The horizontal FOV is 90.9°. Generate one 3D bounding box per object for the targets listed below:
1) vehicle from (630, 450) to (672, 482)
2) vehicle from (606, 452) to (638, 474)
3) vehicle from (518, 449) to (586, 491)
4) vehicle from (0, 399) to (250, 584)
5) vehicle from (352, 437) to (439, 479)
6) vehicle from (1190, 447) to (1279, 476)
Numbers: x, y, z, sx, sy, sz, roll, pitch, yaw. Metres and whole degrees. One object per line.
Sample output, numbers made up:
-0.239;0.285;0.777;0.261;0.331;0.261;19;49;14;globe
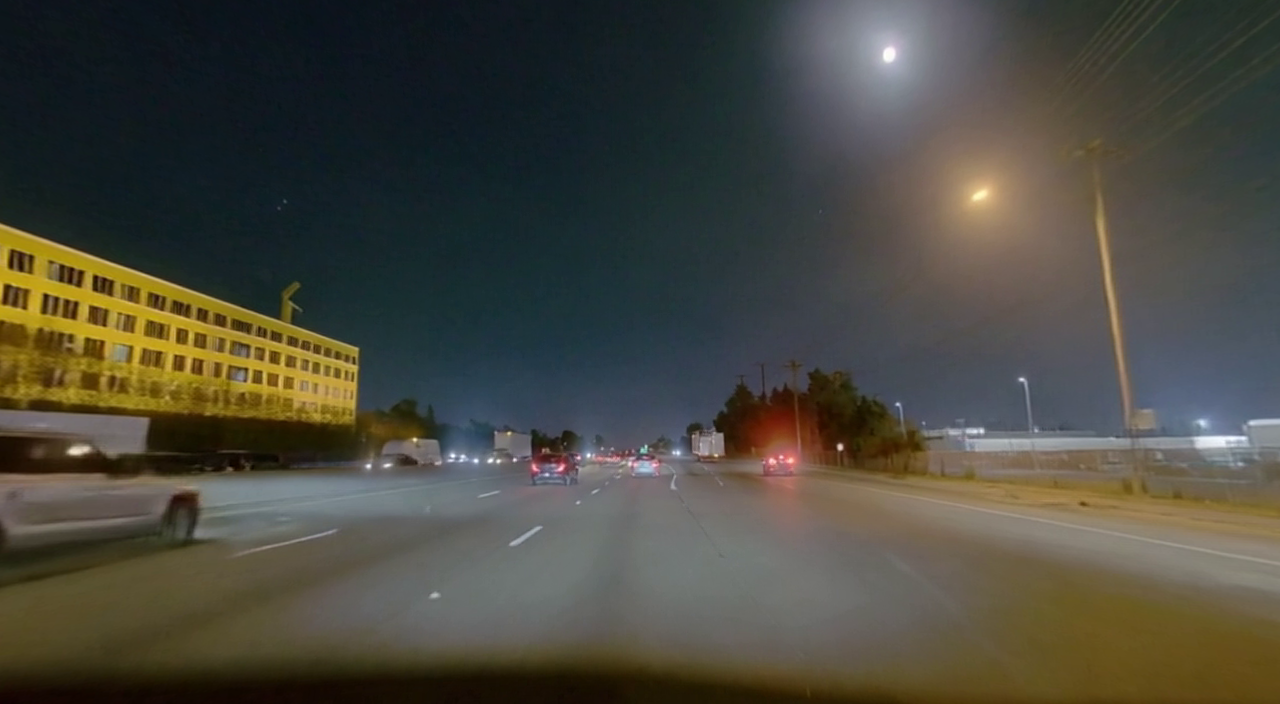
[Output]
0.594;6.086;33.815;2.107;1.538;3.999;0;-8;1;vehicle
-1.270;8.235;46.821;2.034;1.466;4.363;-1;-8;3;vehicle
-3.516;4.813;26.125;2.059;1.508;4.662;0;-8;1;vehicle
-7.433;1.614;7.759;2.106;1.827;4.814;0;-8;1;vehicle
-12.604;5.485;33.063;2.133;1.970;5.950;0;-8;0;vehicle
44.027;7.934;45.927;5.919;1.682;2.144;-3;-9;-3;vehicle
